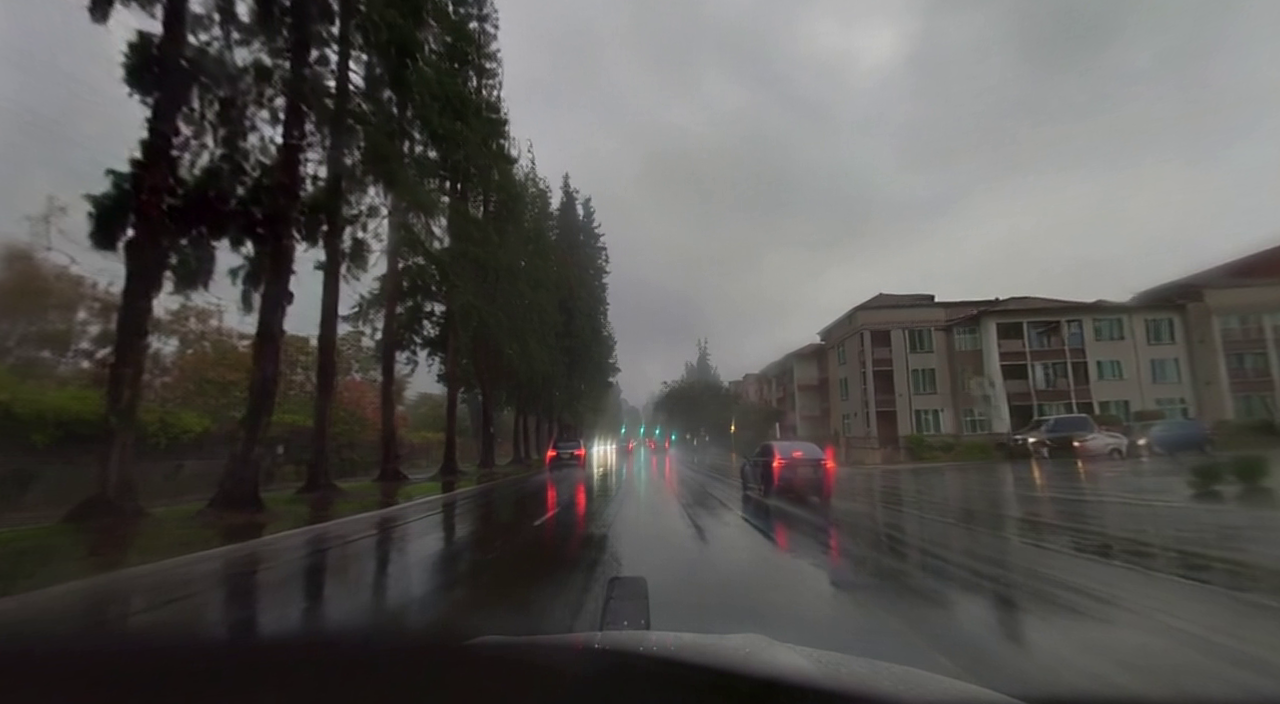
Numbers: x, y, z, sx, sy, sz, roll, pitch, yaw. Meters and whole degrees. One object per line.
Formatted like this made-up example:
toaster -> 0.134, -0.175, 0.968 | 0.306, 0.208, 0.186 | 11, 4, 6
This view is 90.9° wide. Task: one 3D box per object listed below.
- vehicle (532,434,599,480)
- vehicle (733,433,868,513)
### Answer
vehicle -> -3.154, 4.572, 27.725 | 2.216, 1.828, 4.886 | 0, -8, 2
vehicle -> 3.420, 2.663, 14.373 | 1.945, 1.530, 4.320 | 0, -8, 0
